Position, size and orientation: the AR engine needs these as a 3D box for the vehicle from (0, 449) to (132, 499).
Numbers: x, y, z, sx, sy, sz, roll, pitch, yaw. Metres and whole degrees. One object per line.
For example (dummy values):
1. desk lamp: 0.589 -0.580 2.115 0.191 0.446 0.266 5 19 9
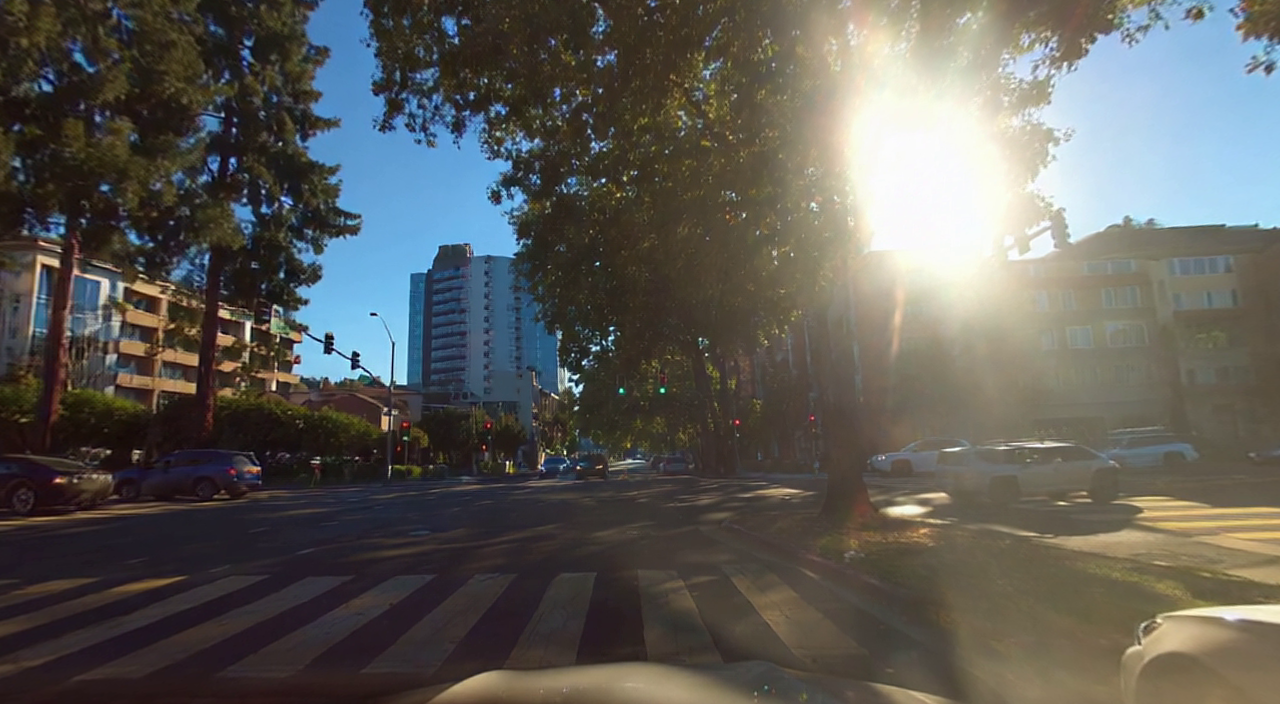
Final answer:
1. vehicle: -22.058 4.442 23.238 4.748 1.727 2.325 0 -8 1

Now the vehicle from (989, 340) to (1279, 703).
1. vehicle: 3.632 0.868 2.738 2.227 1.705 4.719 -2 -8 10

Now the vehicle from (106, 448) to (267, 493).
1. vehicle: -18.936 4.986 26.632 4.798 1.763 2.536 0 -10 0

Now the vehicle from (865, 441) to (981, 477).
1. vehicle: 15.605 5.927 35.123 5.220 1.897 2.596 0 -8 0
